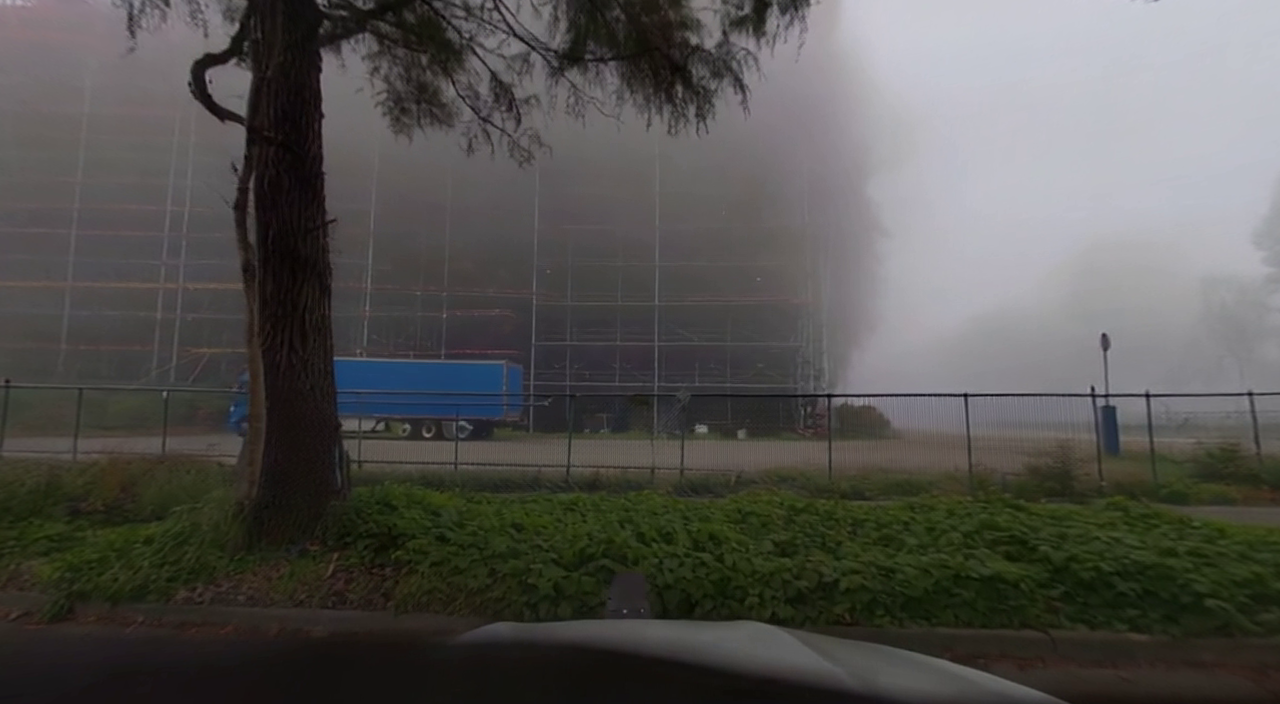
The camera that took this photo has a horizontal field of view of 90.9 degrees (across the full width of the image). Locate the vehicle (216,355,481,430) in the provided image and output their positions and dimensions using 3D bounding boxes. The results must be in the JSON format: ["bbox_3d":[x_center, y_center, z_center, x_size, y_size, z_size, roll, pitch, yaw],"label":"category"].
[{"bbox_3d":[-17.068,2.548,38.025,14.067,4.099,2.832,1,-8,-7],"label":"vehicle"}]
